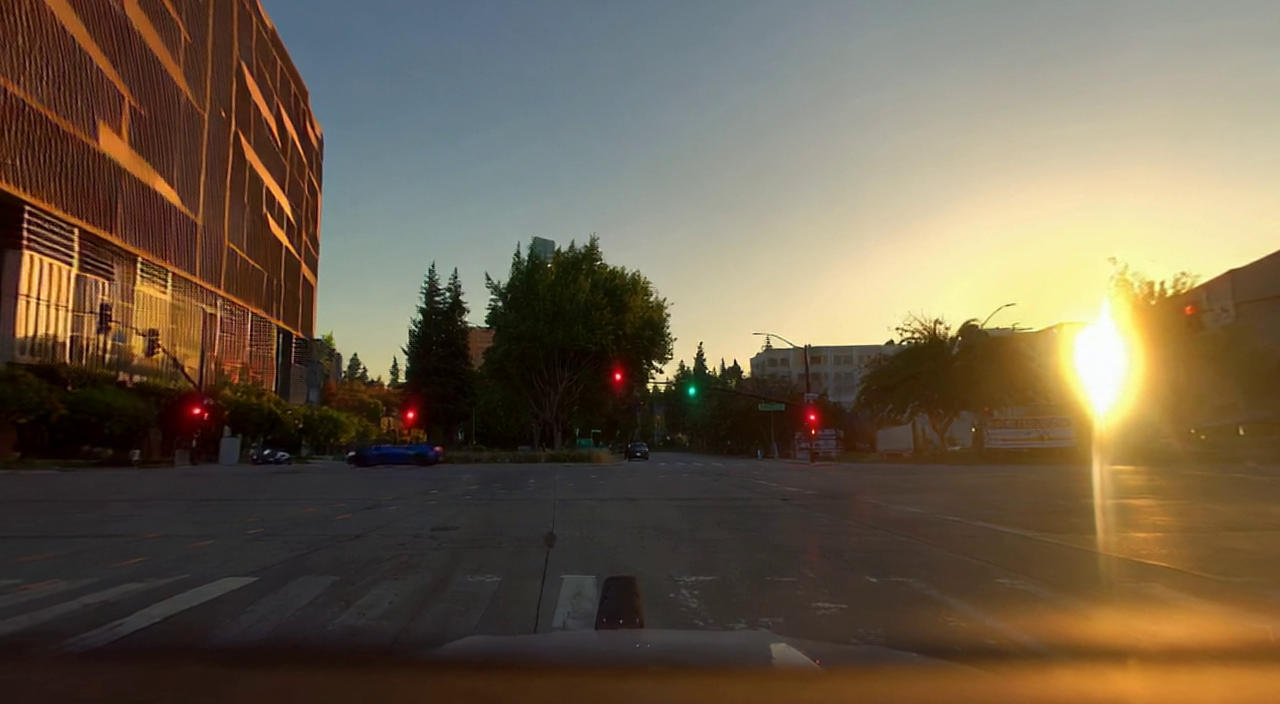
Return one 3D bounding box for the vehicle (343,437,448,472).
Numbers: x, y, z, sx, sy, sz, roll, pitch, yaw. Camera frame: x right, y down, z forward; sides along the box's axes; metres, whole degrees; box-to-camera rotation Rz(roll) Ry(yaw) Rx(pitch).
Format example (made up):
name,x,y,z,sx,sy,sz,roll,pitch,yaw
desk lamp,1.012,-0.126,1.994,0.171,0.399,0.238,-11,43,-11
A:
name,x,y,z,sx,sy,sz,roll,pitch,yaw
vehicle,-12.581,5.314,32.824,4.639,1.699,2.030,1,-9,-5
